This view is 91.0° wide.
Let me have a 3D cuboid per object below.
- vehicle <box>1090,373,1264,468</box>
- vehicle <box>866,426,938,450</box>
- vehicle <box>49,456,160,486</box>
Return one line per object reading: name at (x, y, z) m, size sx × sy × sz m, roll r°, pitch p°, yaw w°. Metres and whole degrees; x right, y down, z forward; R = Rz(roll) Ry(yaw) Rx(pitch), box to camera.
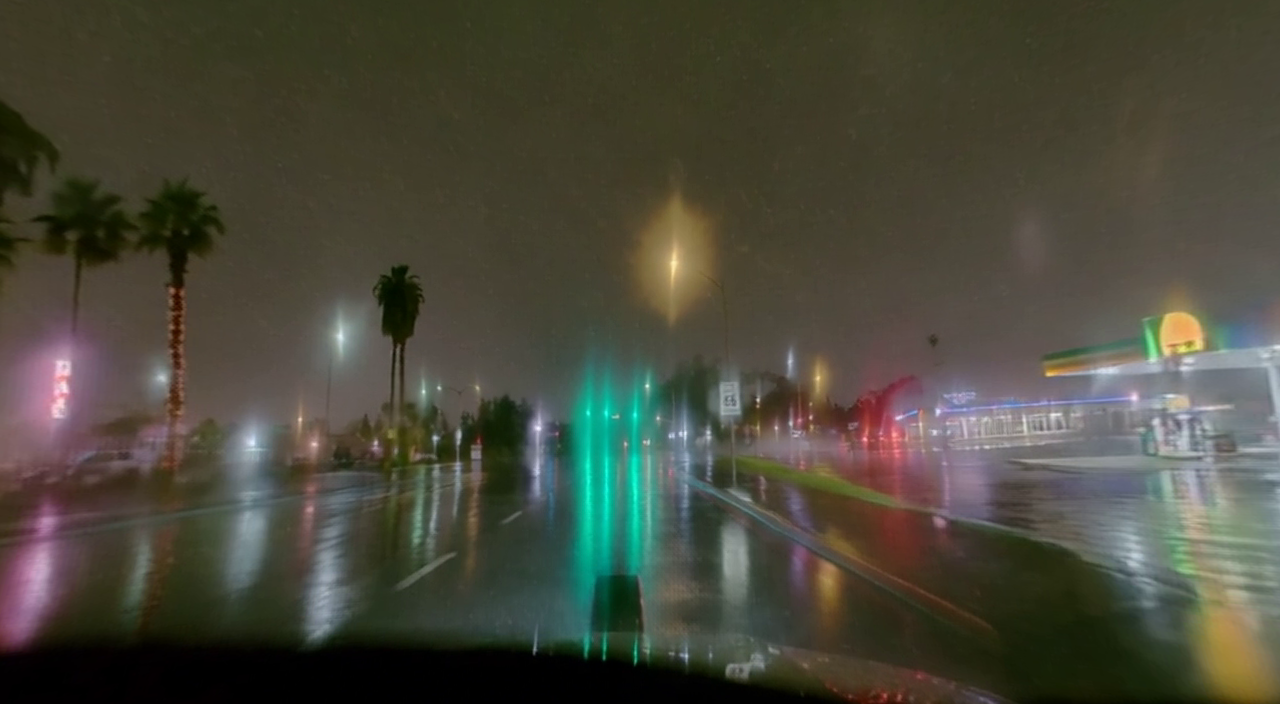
vehicle at (15.897, 2.111, 18.546) m, size 5.529 × 2.395 × 2.399 m, roll 6°, pitch -10°, yaw -35°
vehicle at (20.289, 6.668, 48.888) m, size 4.640 × 1.800 × 2.026 m, roll 0°, pitch -8°, yaw -2°
vehicle at (-29.140, 6.460, 34.444) m, size 4.420 × 1.445 × 1.954 m, roll 6°, pitch -11°, yaw -37°
